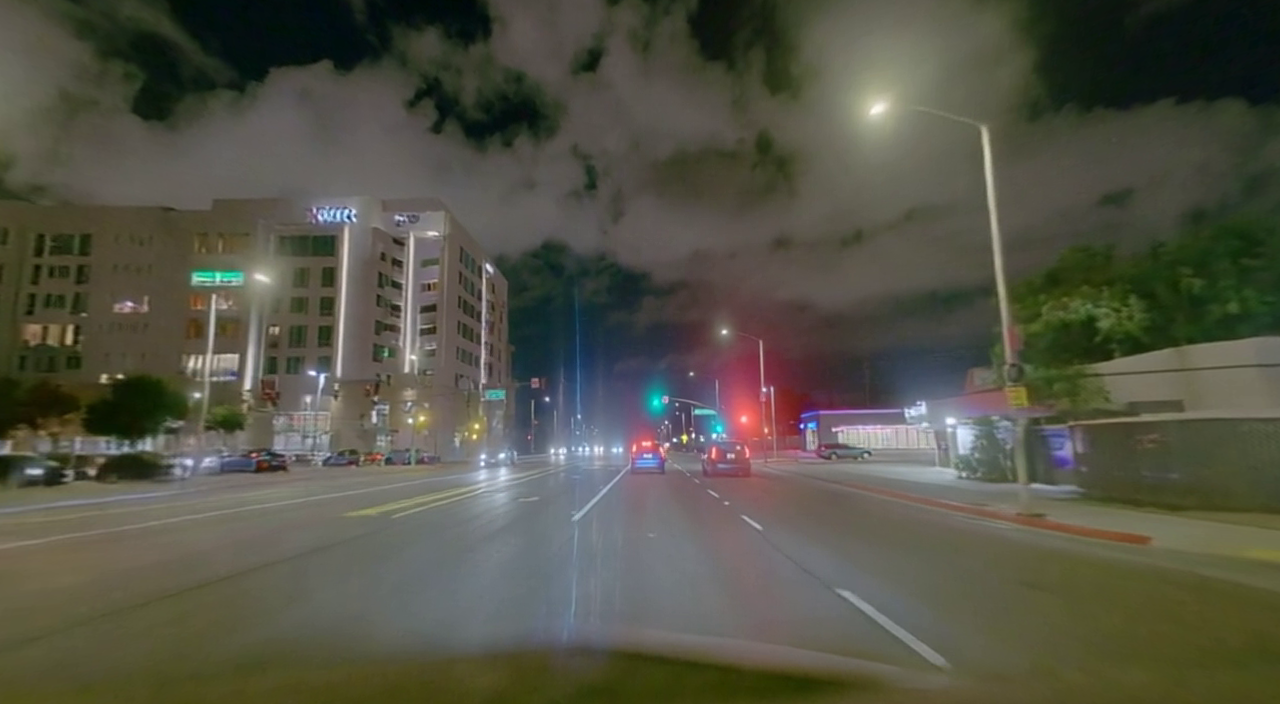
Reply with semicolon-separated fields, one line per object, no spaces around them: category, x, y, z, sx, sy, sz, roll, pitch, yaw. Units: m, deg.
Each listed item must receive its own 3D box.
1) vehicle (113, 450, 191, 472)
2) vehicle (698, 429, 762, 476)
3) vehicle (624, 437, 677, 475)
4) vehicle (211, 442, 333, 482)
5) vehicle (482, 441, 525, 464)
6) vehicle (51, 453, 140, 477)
vehicle;-37.791;8.452;48.878;4.234;1.573;2.229;-1;-8;0
vehicle;3.958;4.544;28.640;2.159;1.938;4.836;0;-8;0
vehicle;0.448;4.740;29.011;2.245;1.587;4.094;0;-8;0
vehicle;-19.954;5.959;34.376;5.223;2.060;2.247;0;-8;1
vehicle;-10.453;7.711;48.635;2.232;1.669;4.354;-1;-8;1
vehicle;-37.693;7.785;43.698;4.180;1.573;2.145;0;-9;2
